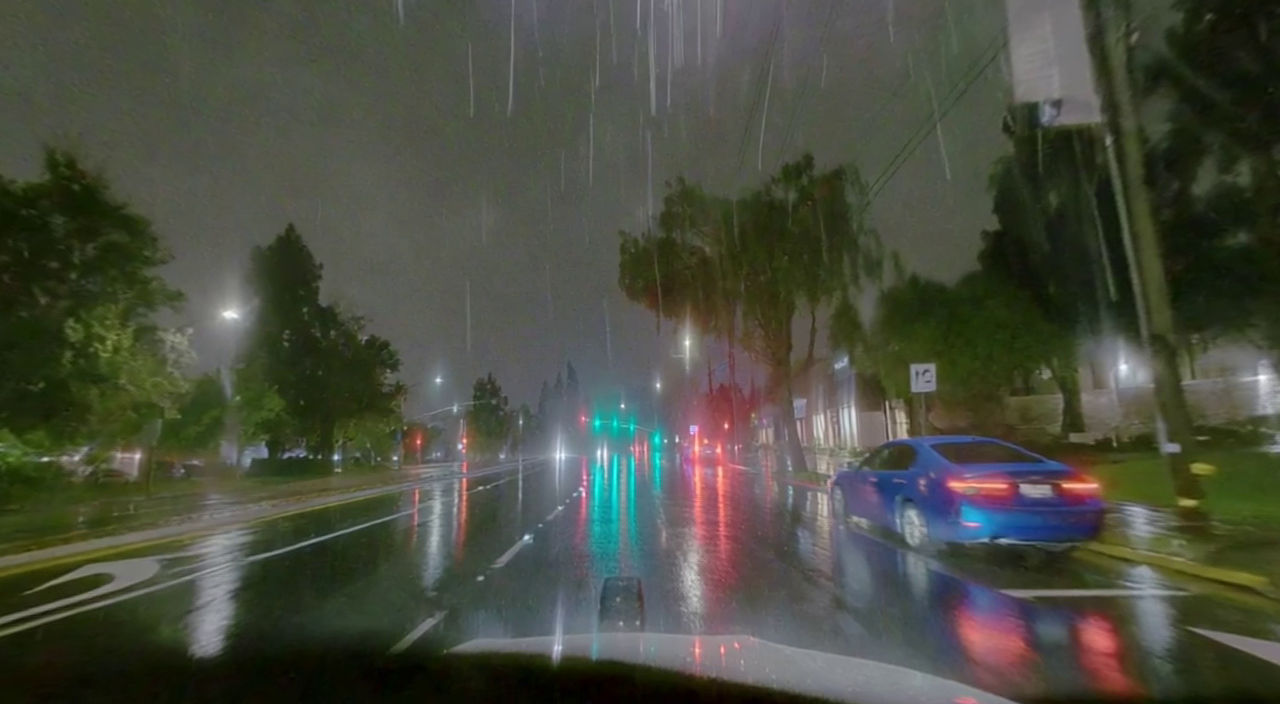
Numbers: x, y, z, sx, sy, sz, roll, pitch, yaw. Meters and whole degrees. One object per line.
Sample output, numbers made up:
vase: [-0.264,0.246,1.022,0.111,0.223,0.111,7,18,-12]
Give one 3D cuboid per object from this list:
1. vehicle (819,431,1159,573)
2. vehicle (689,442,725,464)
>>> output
vehicle: [4.325,1.920,9.015,2.093,1.446,4.761,0,-8,-1]
vehicle: [4.647,7.082,44.384,1.942,1.469,4.049,0,-9,-3]
